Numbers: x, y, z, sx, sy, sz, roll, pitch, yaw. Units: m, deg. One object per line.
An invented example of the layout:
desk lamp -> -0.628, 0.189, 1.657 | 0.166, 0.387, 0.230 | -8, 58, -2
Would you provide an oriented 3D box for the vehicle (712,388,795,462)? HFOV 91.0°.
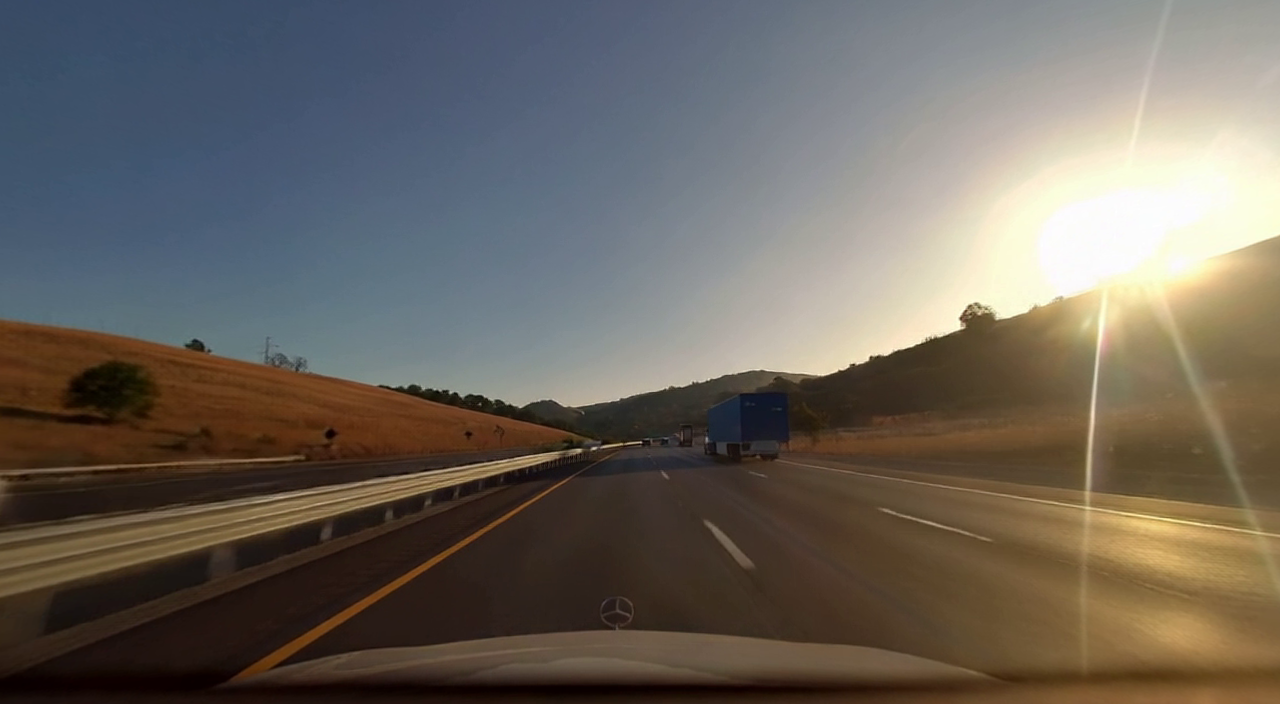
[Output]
vehicle -> 7.154, 5.076, 42.321 | 2.885, 4.075, 13.981 | 0, -8, 0
